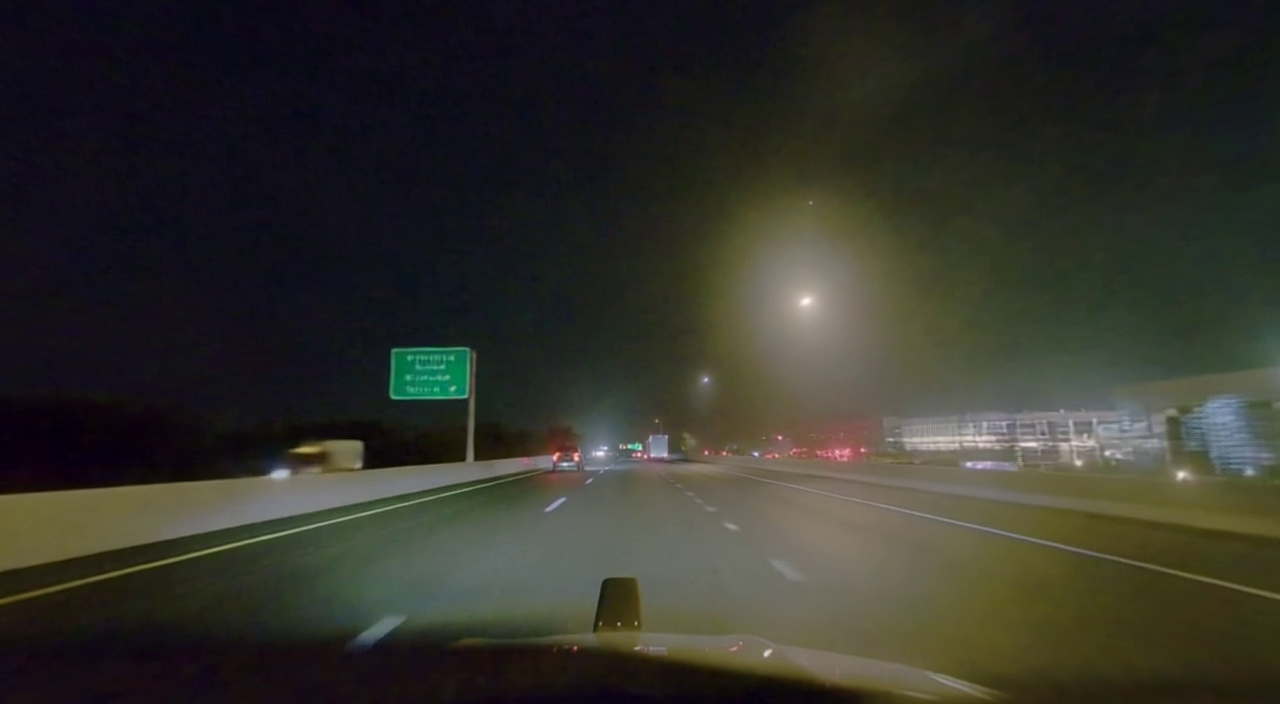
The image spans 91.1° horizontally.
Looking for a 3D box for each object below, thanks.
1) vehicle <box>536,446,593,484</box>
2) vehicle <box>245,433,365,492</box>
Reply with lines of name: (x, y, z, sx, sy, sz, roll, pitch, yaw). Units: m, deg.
vehicle: (-3.327, 5.072, 28.465, 2.100, 1.525, 4.179, 0, -9, 0)
vehicle: (-16.647, 5.531, 31.873, 2.298, 2.603, 6.957, 0, -9, 0)
